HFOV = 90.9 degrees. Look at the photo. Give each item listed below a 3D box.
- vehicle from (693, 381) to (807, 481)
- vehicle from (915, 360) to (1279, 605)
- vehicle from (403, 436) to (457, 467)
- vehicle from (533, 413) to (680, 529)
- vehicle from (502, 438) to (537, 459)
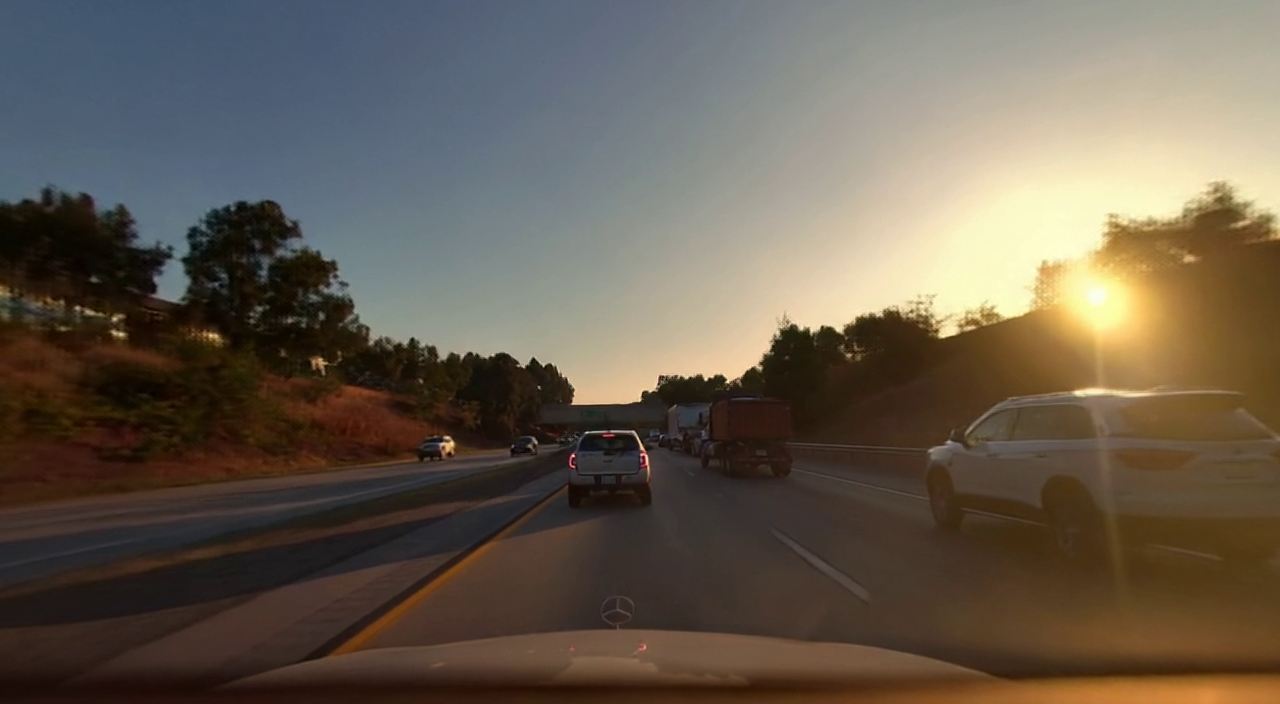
[{"bbox_3d":[3.720,2.960,23.550,2.723,3.027,8.478,0,-8,0],"label":"vehicle"},{"bbox_3d":[4.938,1.263,6.918,2.011,1.905,3.905,0,-8,0],"label":"vehicle"},{"bbox_3d":[-13.440,6.370,40.629,1.949,1.833,4.237,0,-8,1],"label":"vehicle"},{"bbox_3d":[-0.505,1.958,11.026,2.082,1.638,4.055,0,-8,-1],"label":"vehicle"},{"bbox_3d":[-8.829,7.059,46.312,1.756,1.446,3.661,0,-8,2],"label":"vehicle"}]
